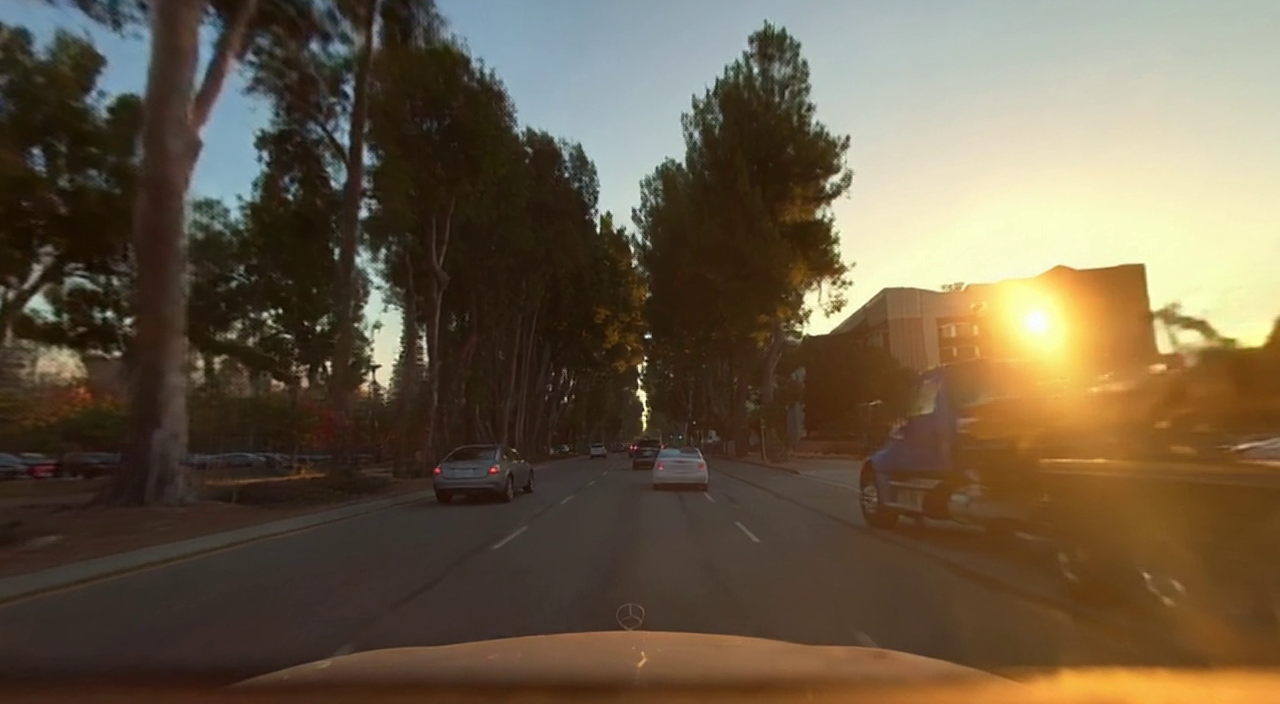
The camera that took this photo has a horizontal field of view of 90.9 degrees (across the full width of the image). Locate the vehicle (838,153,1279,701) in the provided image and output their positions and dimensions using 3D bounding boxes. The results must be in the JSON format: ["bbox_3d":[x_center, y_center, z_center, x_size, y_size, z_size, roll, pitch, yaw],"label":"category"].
[{"bbox_3d":[5.391,0.980,7.551,3.089,3.258,8.841,0,-8,0],"label":"vehicle"}]

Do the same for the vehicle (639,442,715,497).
[{"bbox_3d":[1.154,3.543,19.377,2.086,1.466,4.026,-1,-9,4],"label":"vehicle"}]

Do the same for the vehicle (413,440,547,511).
[{"bbox_3d":[-3.829,3.043,16.097,2.003,1.507,4.808,0,-9,2],"label":"vehicle"}]

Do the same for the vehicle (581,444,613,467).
[{"bbox_3d":[-3.206,7.892,48.167,2.062,1.641,4.193,0,-9,2],"label":"vehicle"}]
